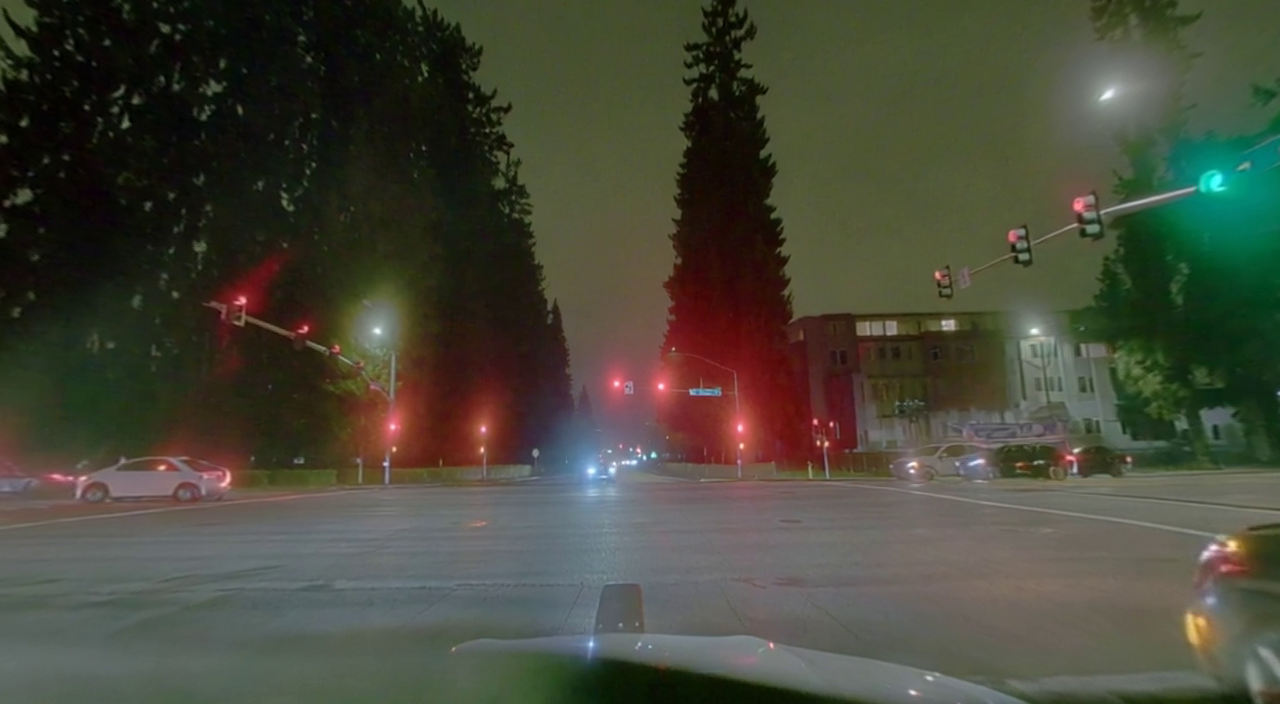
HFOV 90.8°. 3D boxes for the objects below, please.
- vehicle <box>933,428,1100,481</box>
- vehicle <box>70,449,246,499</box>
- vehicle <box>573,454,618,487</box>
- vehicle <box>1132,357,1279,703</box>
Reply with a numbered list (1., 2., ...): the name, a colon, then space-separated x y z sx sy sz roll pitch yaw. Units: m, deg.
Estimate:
1. vehicle: 17.651 4.844 29.925 6.109 2.348 2.683 0 -8 0
2. vehicle: -18.730 4.763 24.795 4.798 1.763 2.536 0 -10 0
3. vehicle: -2.761 7.142 38.324 2.162 1.740 4.728 1 -8 -10
4. vehicle: 3.756 0.668 1.396 2.227 1.705 4.719 -2 -8 11
